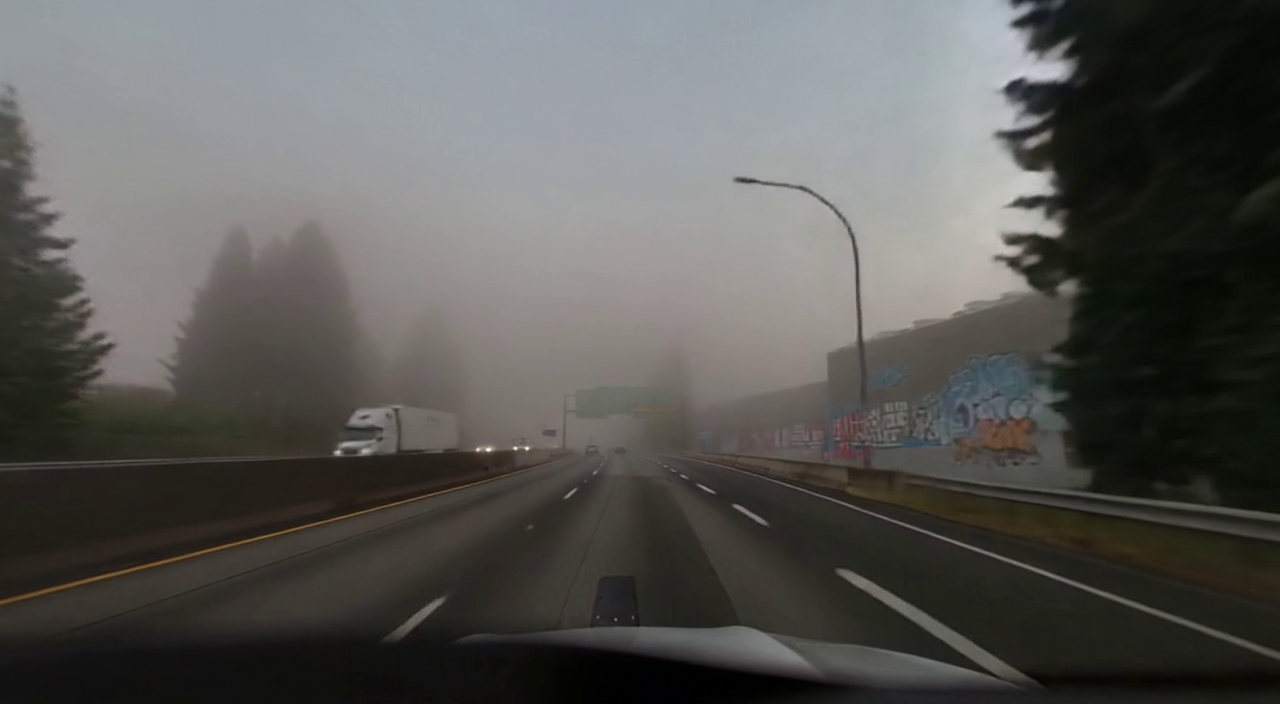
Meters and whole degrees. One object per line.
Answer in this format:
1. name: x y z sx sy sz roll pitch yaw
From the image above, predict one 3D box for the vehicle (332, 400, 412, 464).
1. vehicle: -17.604 5.330 41.690 3.414 3.999 3.950 0 -8 0
